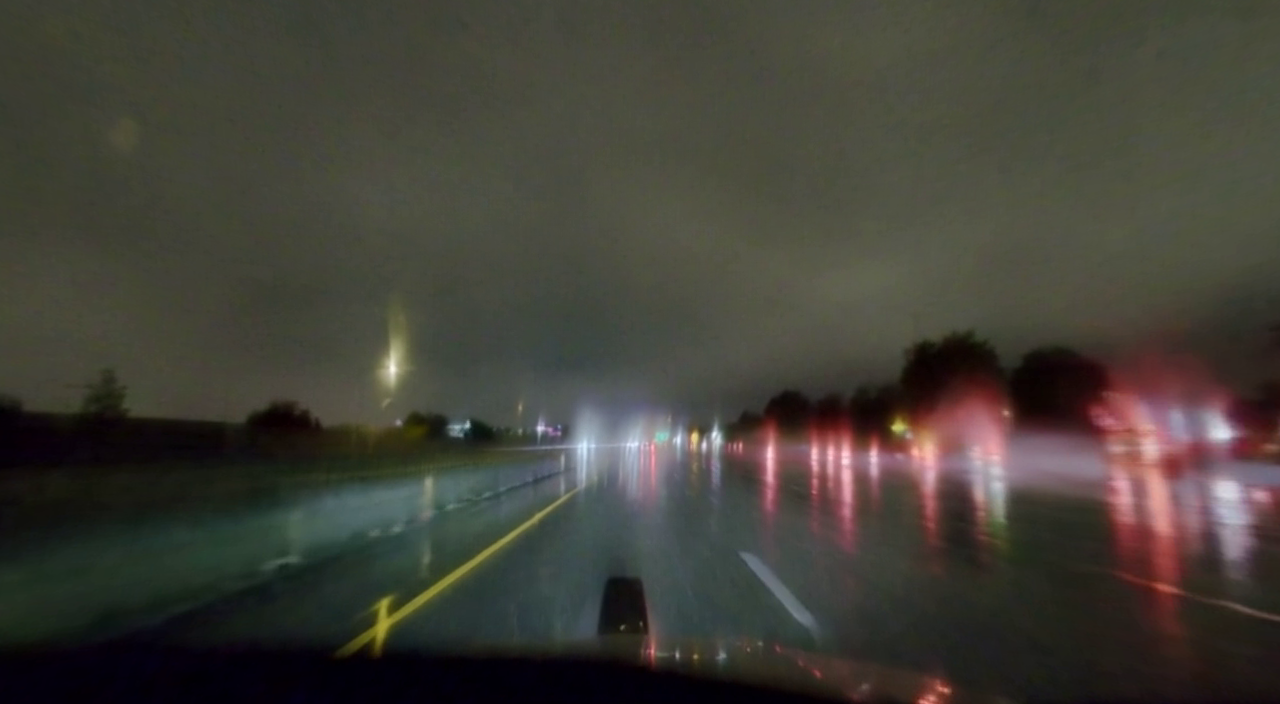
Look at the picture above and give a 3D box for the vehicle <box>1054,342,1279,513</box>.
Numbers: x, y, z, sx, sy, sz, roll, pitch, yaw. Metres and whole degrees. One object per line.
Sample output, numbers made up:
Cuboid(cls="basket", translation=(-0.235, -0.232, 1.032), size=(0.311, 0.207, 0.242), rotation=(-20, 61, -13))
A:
Cuboid(cls="vehicle", translation=(13.142, 1.642, 13.731), size=(2.905, 3.106, 7.417), rotation=(-3, -8, -1))
